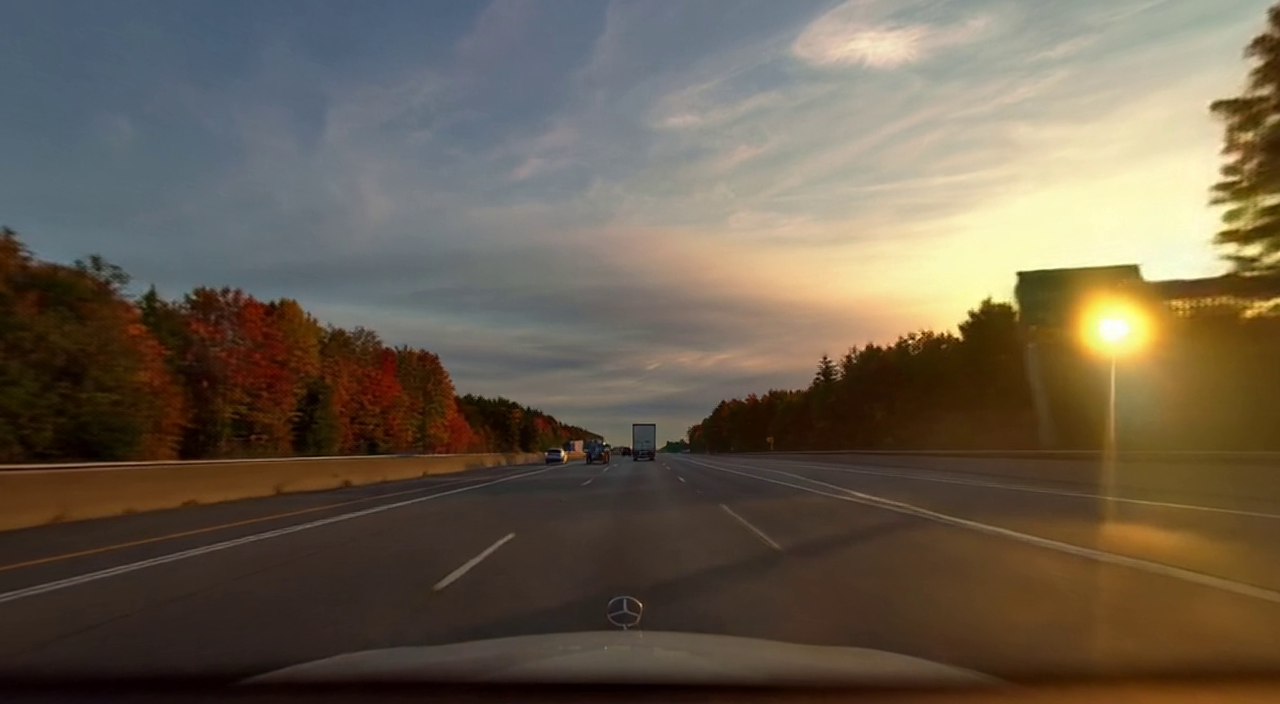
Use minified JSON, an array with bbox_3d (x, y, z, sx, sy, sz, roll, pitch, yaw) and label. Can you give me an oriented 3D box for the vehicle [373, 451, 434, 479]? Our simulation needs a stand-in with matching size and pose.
[{"bbox_3d":[-13.593,6.499,36.460,1.829,1.456,4.195,0,-9,1],"label":"vehicle"}]
